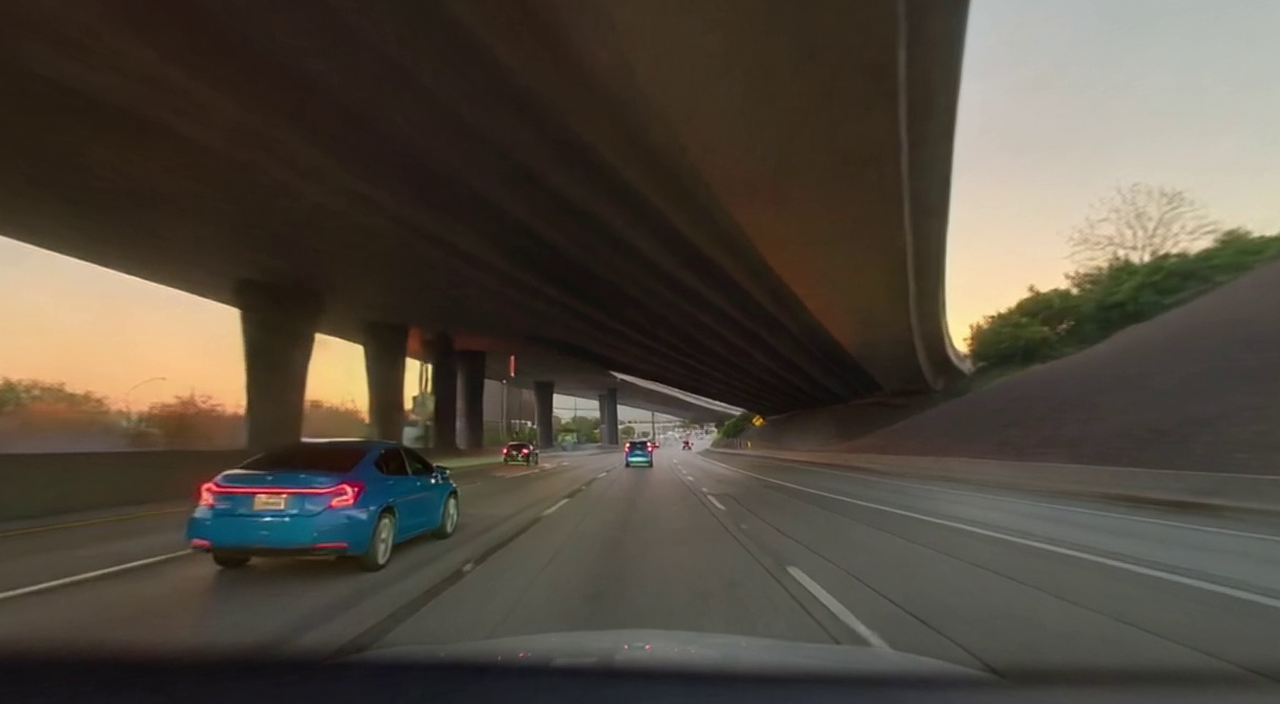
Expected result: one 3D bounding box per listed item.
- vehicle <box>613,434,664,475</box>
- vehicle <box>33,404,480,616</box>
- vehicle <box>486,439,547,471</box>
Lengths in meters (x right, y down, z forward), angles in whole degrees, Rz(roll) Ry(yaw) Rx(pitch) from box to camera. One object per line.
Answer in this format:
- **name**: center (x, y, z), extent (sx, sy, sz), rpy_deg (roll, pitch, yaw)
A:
- **vehicle**: center (-0.027, 4.650, 28.580), extent (2.155, 1.690, 4.318), rpy_deg (0, -9, 1)
- **vehicle**: center (-3.543, 1.552, 7.150), extent (2.124, 1.607, 4.531), rpy_deg (0, -9, 1)
- **vehicle**: center (-6.205, 5.225, 32.085), extent (1.994, 1.519, 4.668), rpy_deg (0, -9, 2)
